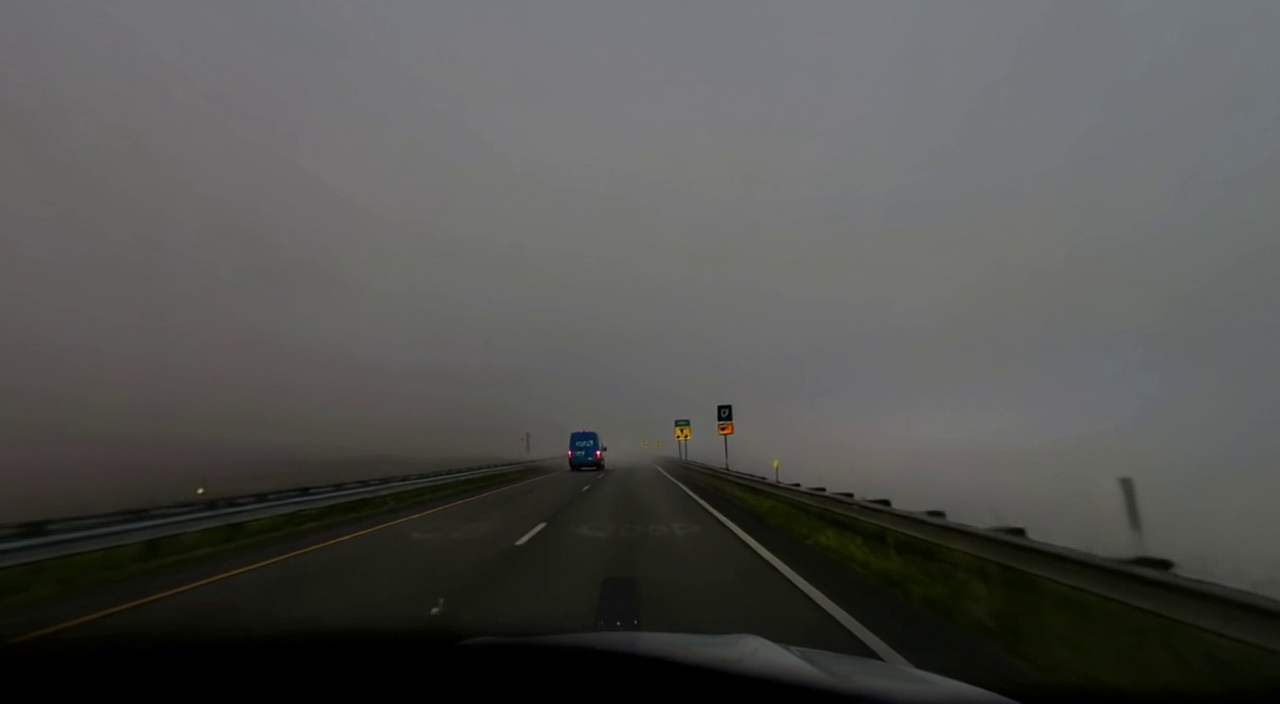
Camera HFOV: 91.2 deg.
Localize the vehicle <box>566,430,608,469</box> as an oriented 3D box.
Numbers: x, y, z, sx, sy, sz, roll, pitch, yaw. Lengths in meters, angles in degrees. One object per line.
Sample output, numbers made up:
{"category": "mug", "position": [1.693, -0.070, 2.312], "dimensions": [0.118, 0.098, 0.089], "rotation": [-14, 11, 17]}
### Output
{"category": "vehicle", "position": [-3.760, 7.108, 45.735], "dimensions": [2.463, 2.640, 7.034], "rotation": [0, -9, 0]}
